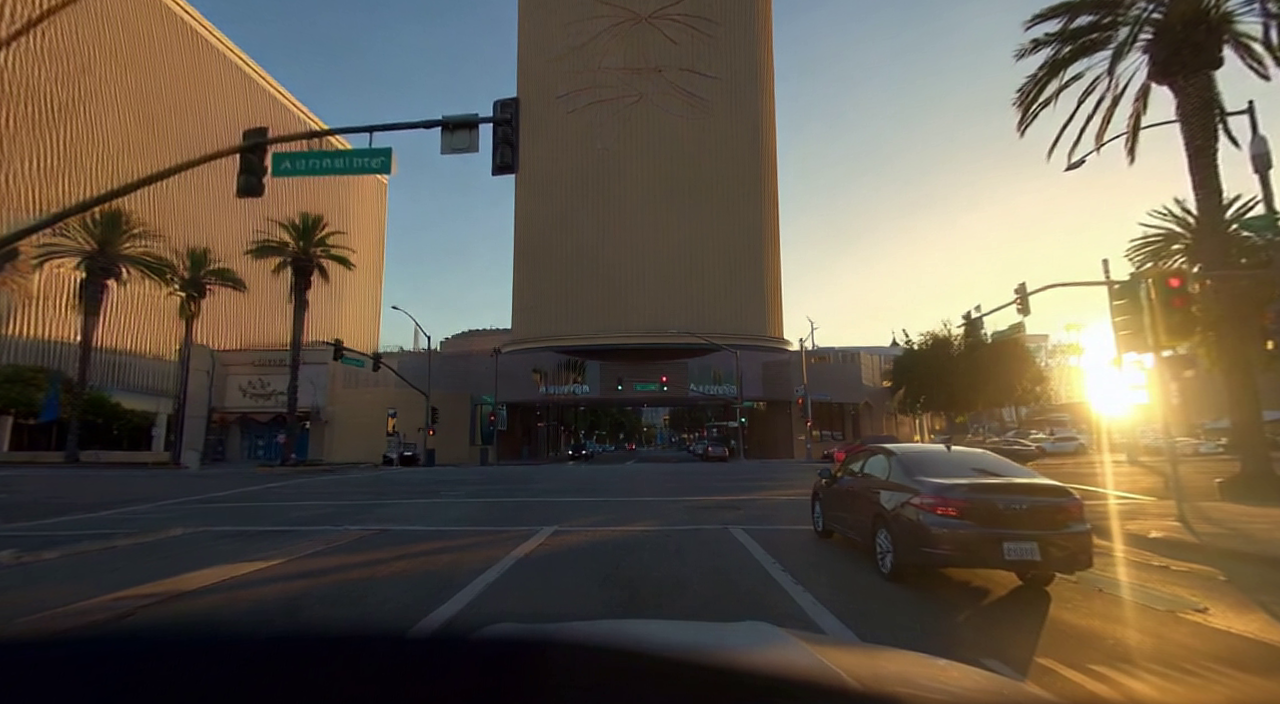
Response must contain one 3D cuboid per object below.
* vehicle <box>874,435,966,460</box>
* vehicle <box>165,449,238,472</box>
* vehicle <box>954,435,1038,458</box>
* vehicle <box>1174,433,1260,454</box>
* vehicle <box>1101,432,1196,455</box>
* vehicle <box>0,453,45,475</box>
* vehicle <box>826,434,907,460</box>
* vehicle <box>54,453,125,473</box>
[{"bbox_3d":[16.939,5.774,38.254,4.684,1.461,1.777,0,-8,-1],"label":"vehicle"},{"bbox_3d":[-33.204,8.203,47.796,4.136,1.661,1.857,0,-8,0],"label":"vehicle"},{"bbox_3d":[23.536,6.262,41.763,4.423,1.465,1.798,0,-8,0],"label":"vehicle"},{"bbox_3d":[42.121,6.695,46.079,4.437,1.469,1.811,0,-8,0],"label":"vehicle"},{"bbox_3d":[33.307,5.986,41.358,4.567,1.458,1.791,0,-8,1],"label":"vehicle"},{"bbox_3d":[-48.024,8.497,47.928,3.786,1.555,1.702,0,-8,2],"label":"vehicle"},{"bbox_3d":[15.035,6.355,41.995,4.648,1.665,1.910,0,-8,-1],"label":"vehicle"},{"bbox_3d":[-41.713,8.417,47.803,3.698,1.467,1.779,0,-8,0],"label":"vehicle"}]
